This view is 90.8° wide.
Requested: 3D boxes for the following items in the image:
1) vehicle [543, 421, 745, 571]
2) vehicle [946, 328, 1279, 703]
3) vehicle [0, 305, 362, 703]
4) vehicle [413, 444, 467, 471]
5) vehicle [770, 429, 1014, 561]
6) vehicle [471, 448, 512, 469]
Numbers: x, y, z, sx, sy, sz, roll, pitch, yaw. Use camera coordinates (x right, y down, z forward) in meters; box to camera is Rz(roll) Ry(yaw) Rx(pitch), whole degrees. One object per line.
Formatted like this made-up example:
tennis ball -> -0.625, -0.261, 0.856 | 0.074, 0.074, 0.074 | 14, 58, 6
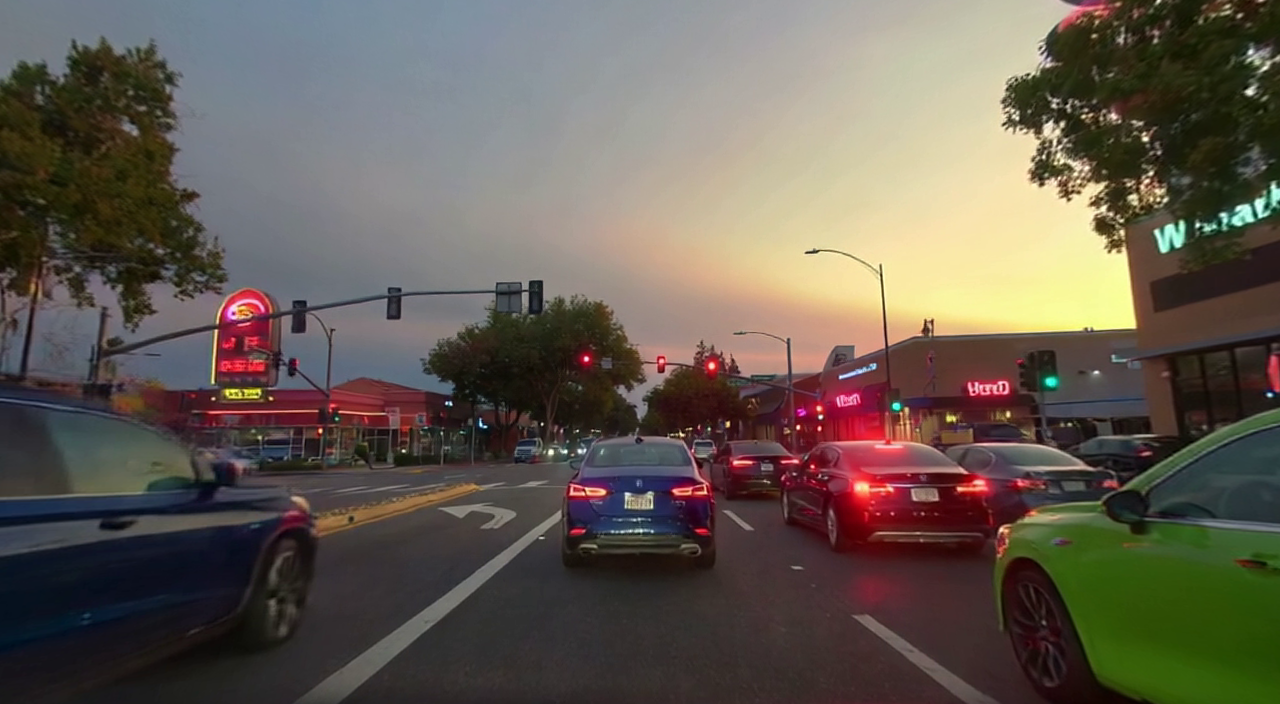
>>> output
vehicle -> 0.025, 1.823, 8.688 | 2.154, 1.577, 3.723 | 0, -9, 0
vehicle -> 3.000, 0.740, 1.802 | 2.075, 1.661, 4.401 | 0, -9, 1
vehicle -> -3.416, 0.833, 2.740 | 2.257, 1.823, 4.777 | 0, -9, 0
vehicle -> -15.066, 7.931, 47.903 | 2.395, 1.903, 4.860 | 0, -9, 1
vehicle -> 3.341, 1.961, 9.423 | 1.865, 1.496, 4.170 | 0, -9, -1
vehicle -> -11.230, 8.054, 48.095 | 2.099, 1.478, 4.411 | 0, -9, 0
